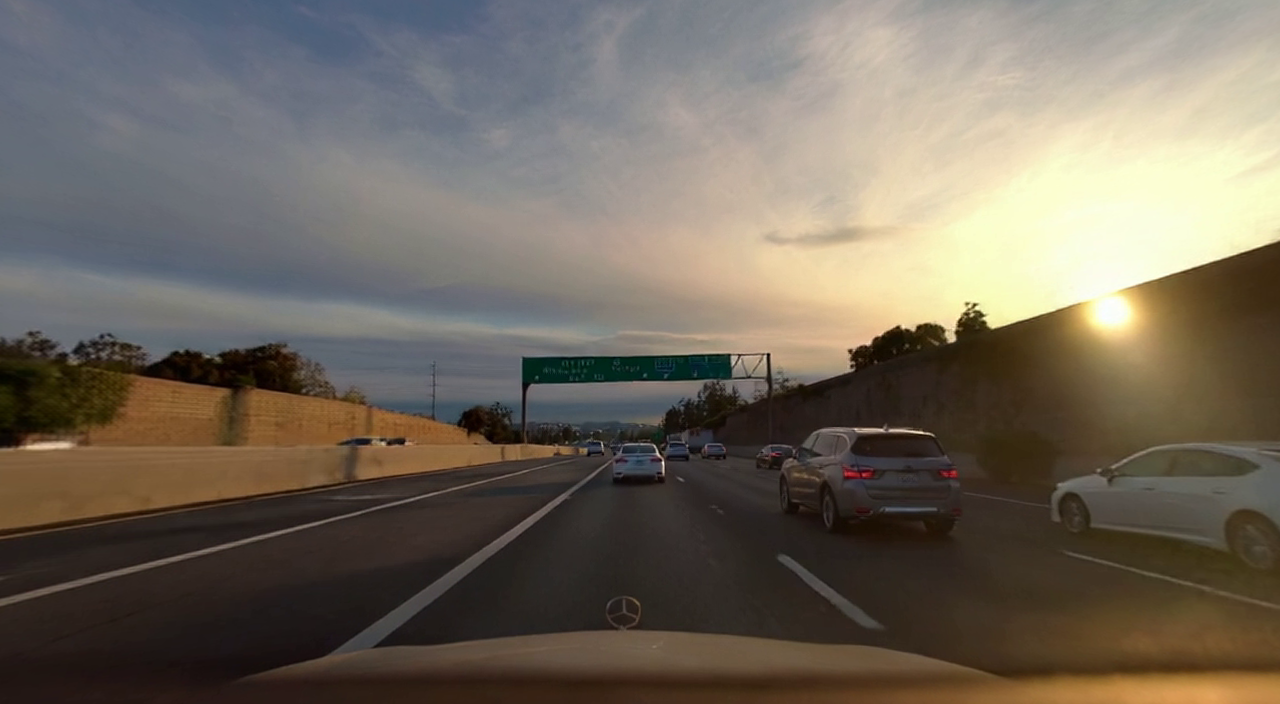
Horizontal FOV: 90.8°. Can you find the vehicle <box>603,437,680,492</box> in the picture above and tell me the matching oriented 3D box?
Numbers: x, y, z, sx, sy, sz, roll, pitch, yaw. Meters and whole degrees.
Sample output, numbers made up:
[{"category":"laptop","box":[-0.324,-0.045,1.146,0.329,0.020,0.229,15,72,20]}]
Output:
[{"category":"vehicle","box":[-0.005,3.357,19.234,2.098,1.475,3.997,0,-8,-1]}]

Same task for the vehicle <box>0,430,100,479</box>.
[{"category":"vehicle","box":[-25.123,4.163,25.705,2.055,1.818,4.803,0,-9,-2]}]

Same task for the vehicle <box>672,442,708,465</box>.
[{"category":"vehicle","box":[3.337,6.880,42.965,1.998,1.490,4.296,0,-8,-2]}]

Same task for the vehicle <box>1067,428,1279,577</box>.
[{"category":"vehicle","box":[7.307,1.621,7.138,1.872,1.469,4.414,0,-8,0]}]

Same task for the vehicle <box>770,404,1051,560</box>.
[{"category":"vehicle","box":[3.636,1.856,9.753,2.162,1.800,4.693,0,-8,-1]}]

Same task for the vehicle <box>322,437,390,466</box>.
[{"category":"vehicle","box":[-18.064,6.356,40.464,2.043,1.666,4.931,0,-9,0]}]
